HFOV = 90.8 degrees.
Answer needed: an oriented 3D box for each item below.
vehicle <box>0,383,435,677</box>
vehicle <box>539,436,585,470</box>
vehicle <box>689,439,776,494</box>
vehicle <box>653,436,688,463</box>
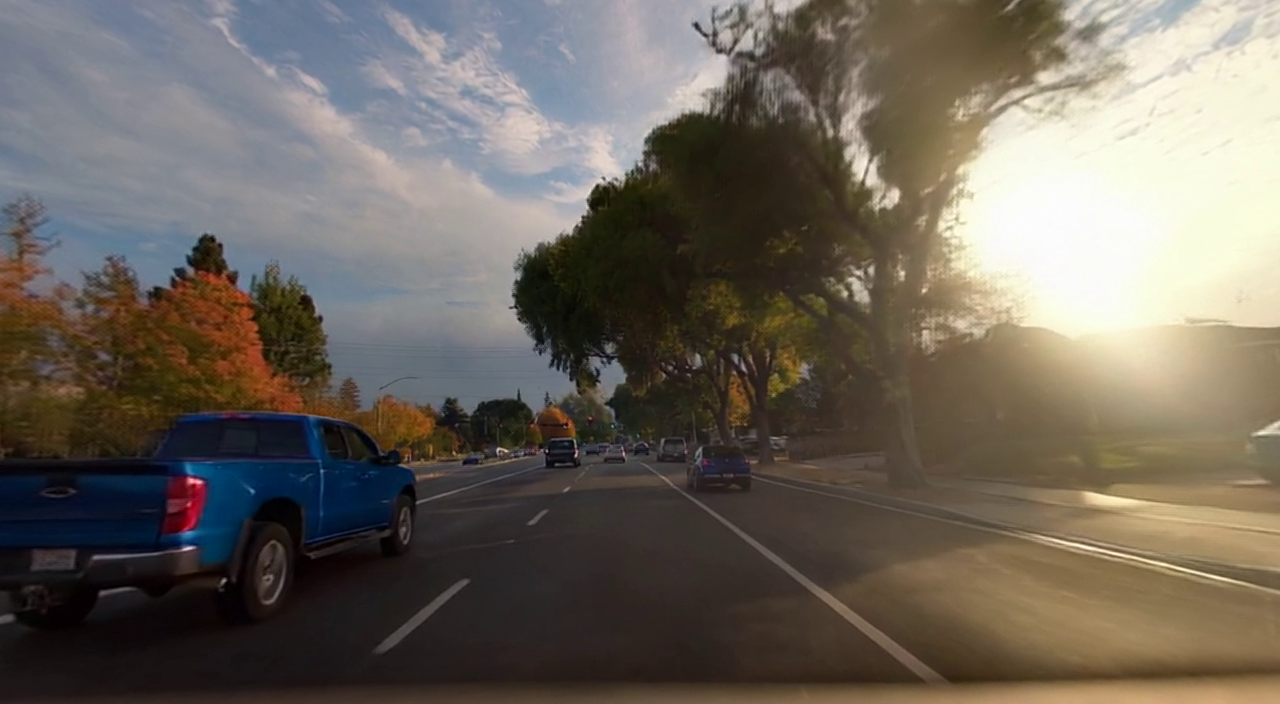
[{"bbox_3d":[-4.029,1.425,6.471,2.111,1.745,5.274,0,-8,-1],"label":"vehicle"},{"bbox_3d":[-4.500,5.877,37.053,2.218,1.829,4.492,0,-8,-1],"label":"vehicle"},{"bbox_3d":[2.672,3.394,19.208,1.884,1.463,4.195,0,-8,-2],"label":"vehicle"},{"bbox_3d":[2.158,7.130,46.223,2.099,1.845,4.363,0,-8,-3],"label":"vehicle"}]
